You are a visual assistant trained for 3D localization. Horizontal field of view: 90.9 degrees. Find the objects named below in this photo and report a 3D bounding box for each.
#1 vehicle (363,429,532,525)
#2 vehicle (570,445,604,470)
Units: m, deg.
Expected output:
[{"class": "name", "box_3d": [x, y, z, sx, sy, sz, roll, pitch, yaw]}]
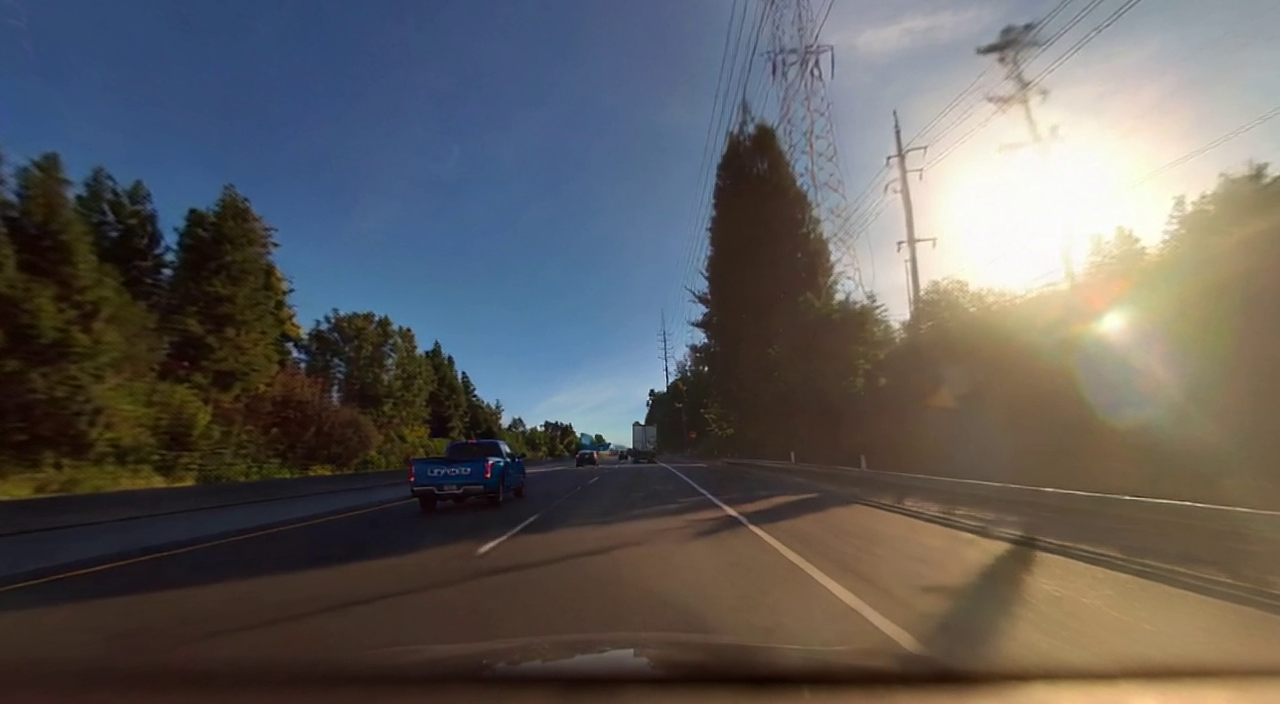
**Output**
[{"class": "vehicle", "box_3d": [-3.854, 2.606, 13.776, 2.049, 1.697, 4.998, 0, -9, 1]}, {"class": "vehicle", "box_3d": [-3.910, 7.864, 47.179, 2.111, 1.735, 4.066, 0, -9, 1]}]
